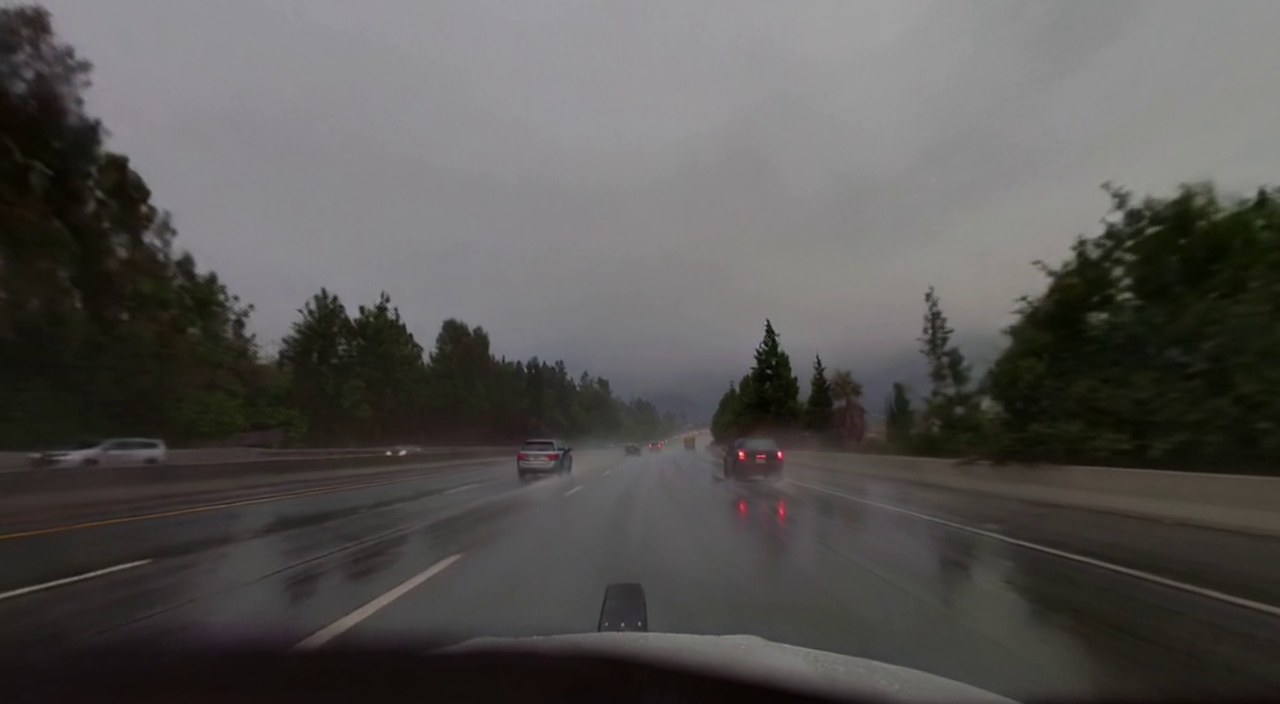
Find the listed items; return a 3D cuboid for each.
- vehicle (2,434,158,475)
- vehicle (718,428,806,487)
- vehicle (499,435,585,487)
[{"bbox_3d":[-24.468,4.509,27.790,1.959,1.618,5.251,0,-8,2],"label":"vehicle"},{"bbox_3d":[4.090,3.627,21.853,2.149,1.796,4.487,0,-8,0],"label":"vehicle"},{"bbox_3d":[-3.244,3.703,21.698,2.166,1.608,4.297,0,-8,2],"label":"vehicle"}]
